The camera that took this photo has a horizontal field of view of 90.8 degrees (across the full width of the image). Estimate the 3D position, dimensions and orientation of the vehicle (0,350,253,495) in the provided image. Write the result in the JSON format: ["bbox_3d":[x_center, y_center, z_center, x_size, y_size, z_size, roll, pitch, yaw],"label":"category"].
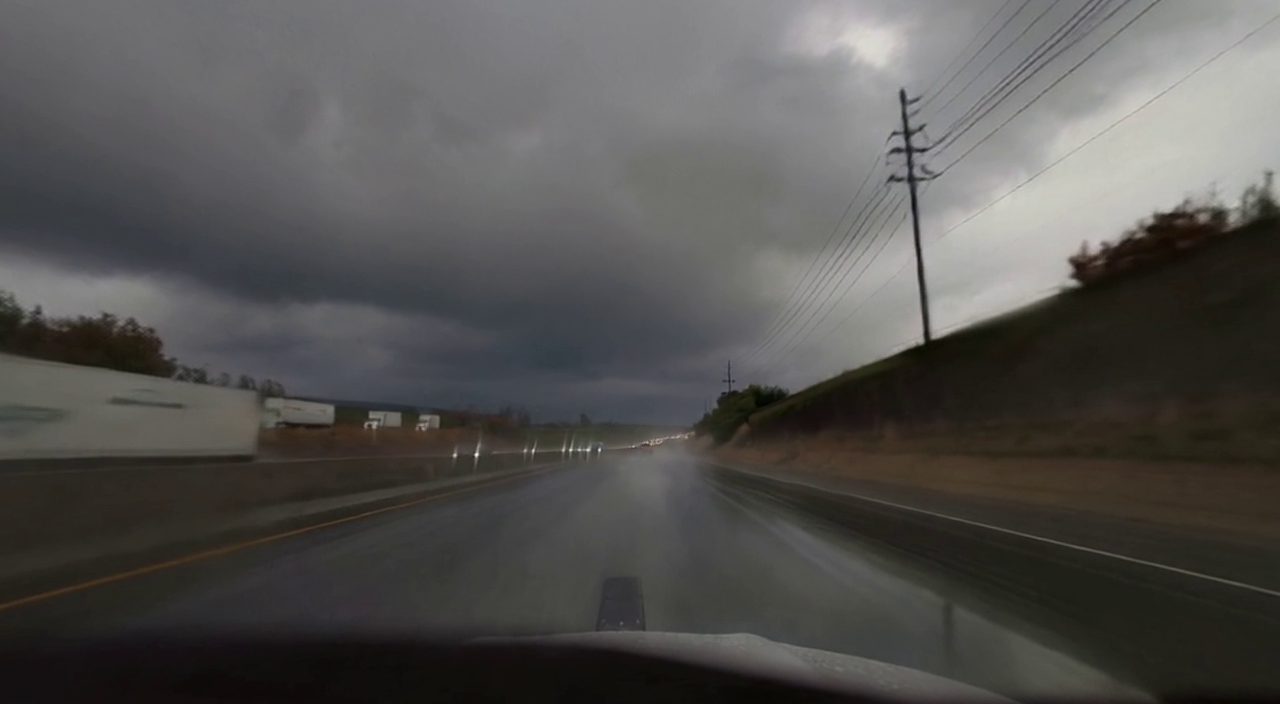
[{"bbox_3d":[-19.354,2.551,21.355,2.923,3.998,15.120,0,-9,0],"label":"vehicle"}]
